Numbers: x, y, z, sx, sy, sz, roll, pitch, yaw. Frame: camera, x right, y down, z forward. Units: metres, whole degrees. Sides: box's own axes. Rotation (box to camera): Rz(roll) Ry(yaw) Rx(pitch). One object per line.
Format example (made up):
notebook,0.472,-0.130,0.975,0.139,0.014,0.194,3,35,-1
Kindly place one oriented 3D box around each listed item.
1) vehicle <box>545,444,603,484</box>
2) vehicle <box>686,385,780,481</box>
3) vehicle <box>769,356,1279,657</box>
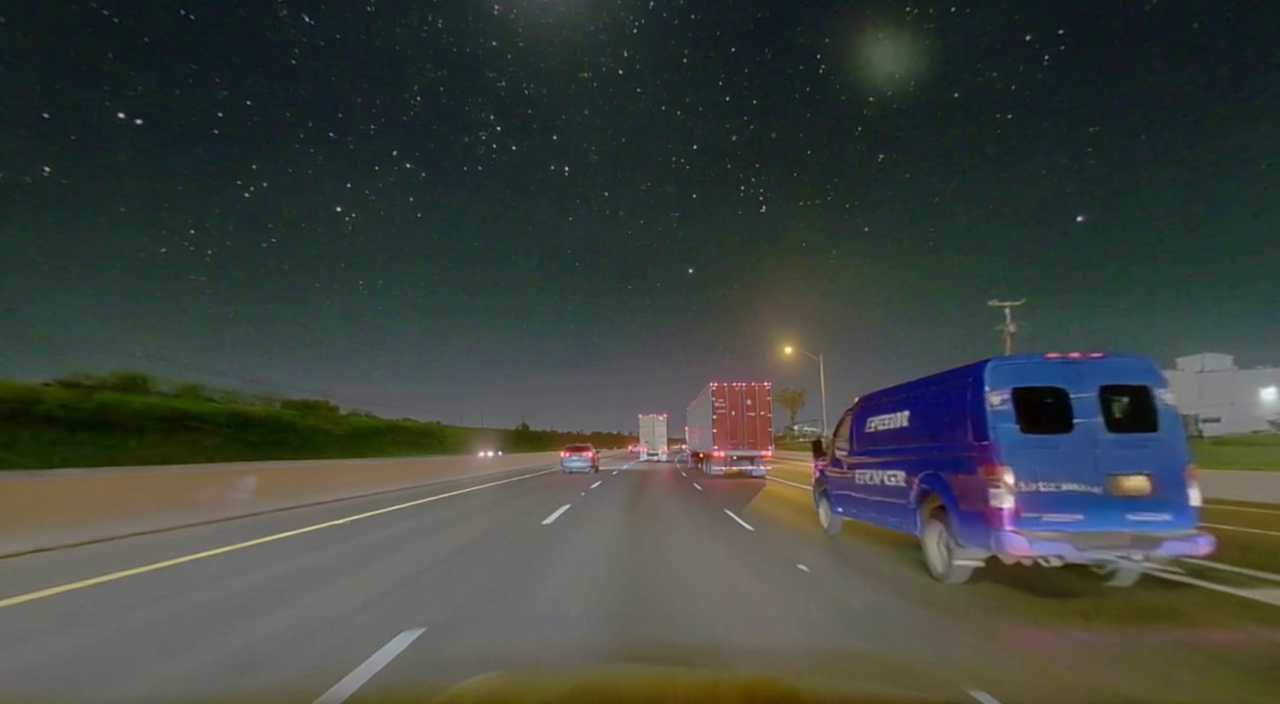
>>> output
vehicle,-2.595,4.522,25.950,2.024,1.472,4.014,0,-9,-1
vehicle,4.380,4.387,33.221,2.951,3.974,13.340,0,-9,0
vehicle,3.828,1.542,7.887,2.809,1.919,7.507,0,-9,-1
